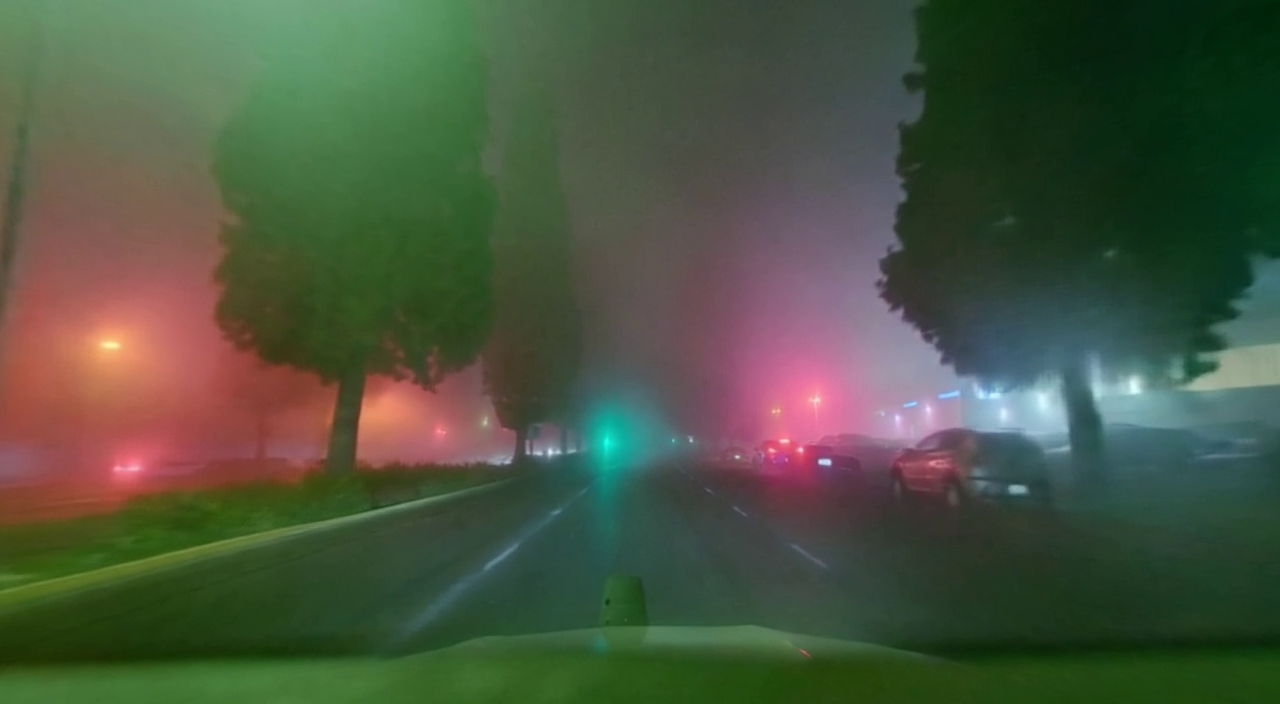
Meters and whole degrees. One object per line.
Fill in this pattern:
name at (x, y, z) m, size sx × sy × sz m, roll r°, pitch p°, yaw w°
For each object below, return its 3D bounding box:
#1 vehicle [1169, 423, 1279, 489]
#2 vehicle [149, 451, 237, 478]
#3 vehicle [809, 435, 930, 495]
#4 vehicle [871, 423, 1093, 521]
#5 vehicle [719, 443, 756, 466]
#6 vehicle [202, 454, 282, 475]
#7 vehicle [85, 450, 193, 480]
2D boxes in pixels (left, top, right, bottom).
vehicle at (16.721, 2.559, 15.689) m, size 5.222 × 1.515 × 2.044 m, roll 0°, pitch -9°, yaw 0°
vehicle at (-32.184, 8.115, 45.517) m, size 4.663 × 1.861 × 2.194 m, roll 0°, pitch -9°, yaw 2°
vehicle at (7.001, 3.491, 19.868) m, size 1.986 × 1.634 × 4.783 m, roll 0°, pitch -8°, yaw 0°
vehicle at (6.986, 2.493, 13.668) m, size 2.084 × 1.736 × 4.754 m, roll 0°, pitch -8°, yaw -1°
vehicle at (7.432, 7.873, 48.521) m, size 2.122 × 1.602 × 4.928 m, roll -1°, pitch -9°, yaw 1°
vehicle at (-31.237, 8.839, 49.537) m, size 4.795 × 1.555 × 2.221 m, roll 0°, pitch -9°, yaw 1°
vehicle at (-32.209, 7.258, 40.638) m, size 4.963 × 1.714 × 2.311 m, roll -2°, pitch -9°, yaw -1°
